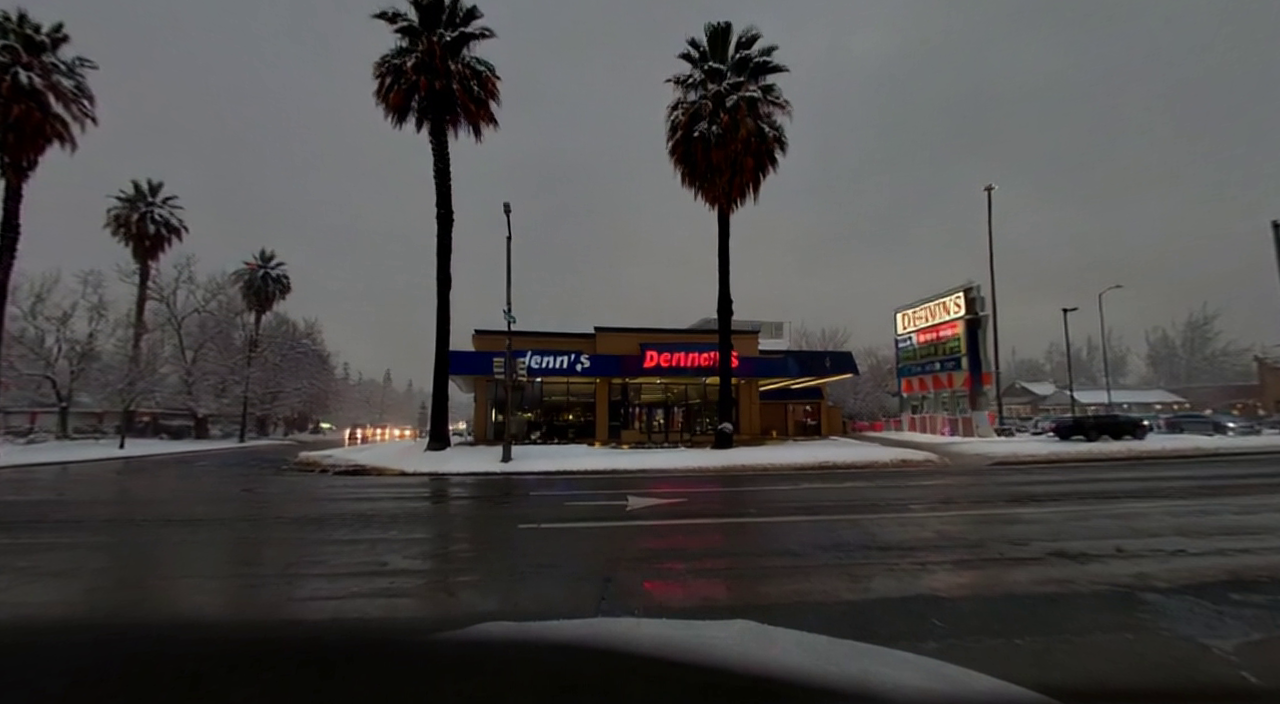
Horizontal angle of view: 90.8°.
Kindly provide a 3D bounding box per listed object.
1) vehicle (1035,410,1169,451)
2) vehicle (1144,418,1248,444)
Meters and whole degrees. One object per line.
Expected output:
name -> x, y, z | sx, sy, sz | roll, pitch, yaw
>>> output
vehicle -> 21.997, 3.709, 30.191 | 4.880, 1.754, 2.202 | -1, -5, -6
vehicle -> 33.863, 4.853, 38.656 | 1.805, 1.466, 4.641 | 1, -8, -8
